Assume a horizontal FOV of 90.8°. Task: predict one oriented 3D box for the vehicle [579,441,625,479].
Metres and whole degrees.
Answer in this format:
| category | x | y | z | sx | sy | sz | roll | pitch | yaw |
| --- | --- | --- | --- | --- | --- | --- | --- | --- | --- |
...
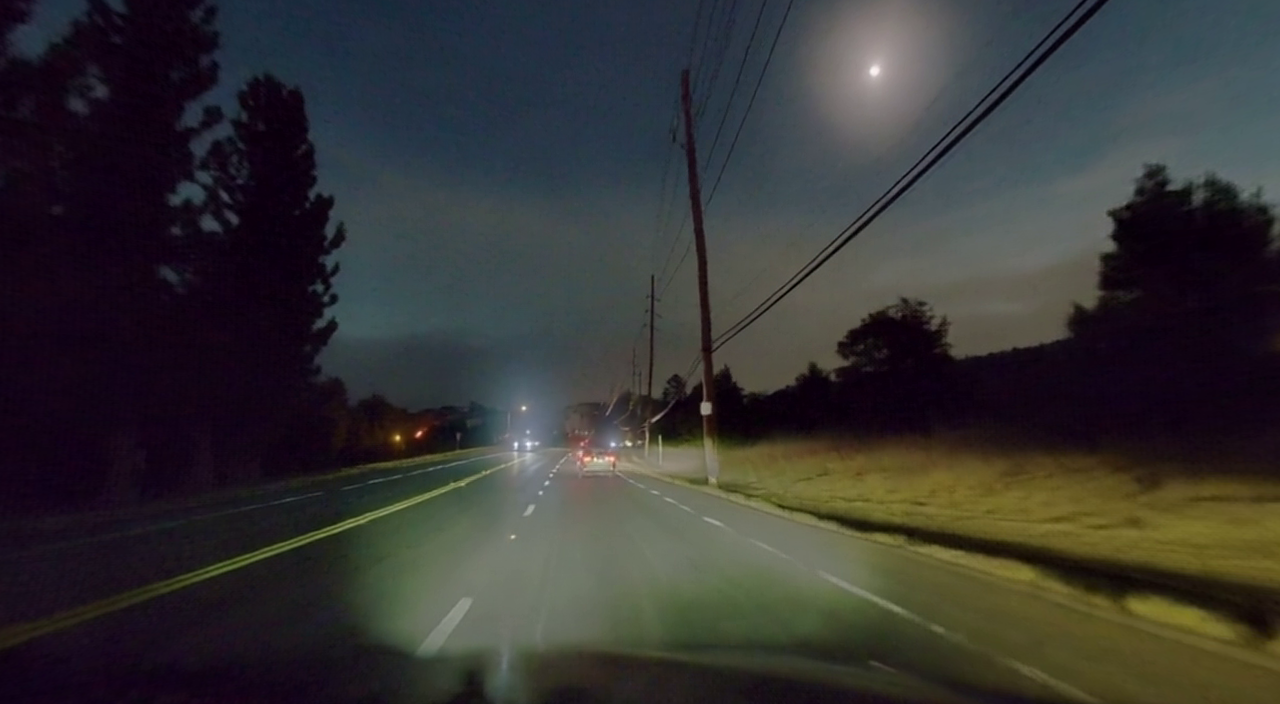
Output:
| category | x | y | z | sx | sy | sz | roll | pitch | yaw |
| --- | --- | --- | --- | --- | --- | --- | --- | --- | --- |
| vehicle | -2.012 | 5.430 | 32.105 | 2.140 | 1.767 | 4.720 | 1 | -9 | -6 |
